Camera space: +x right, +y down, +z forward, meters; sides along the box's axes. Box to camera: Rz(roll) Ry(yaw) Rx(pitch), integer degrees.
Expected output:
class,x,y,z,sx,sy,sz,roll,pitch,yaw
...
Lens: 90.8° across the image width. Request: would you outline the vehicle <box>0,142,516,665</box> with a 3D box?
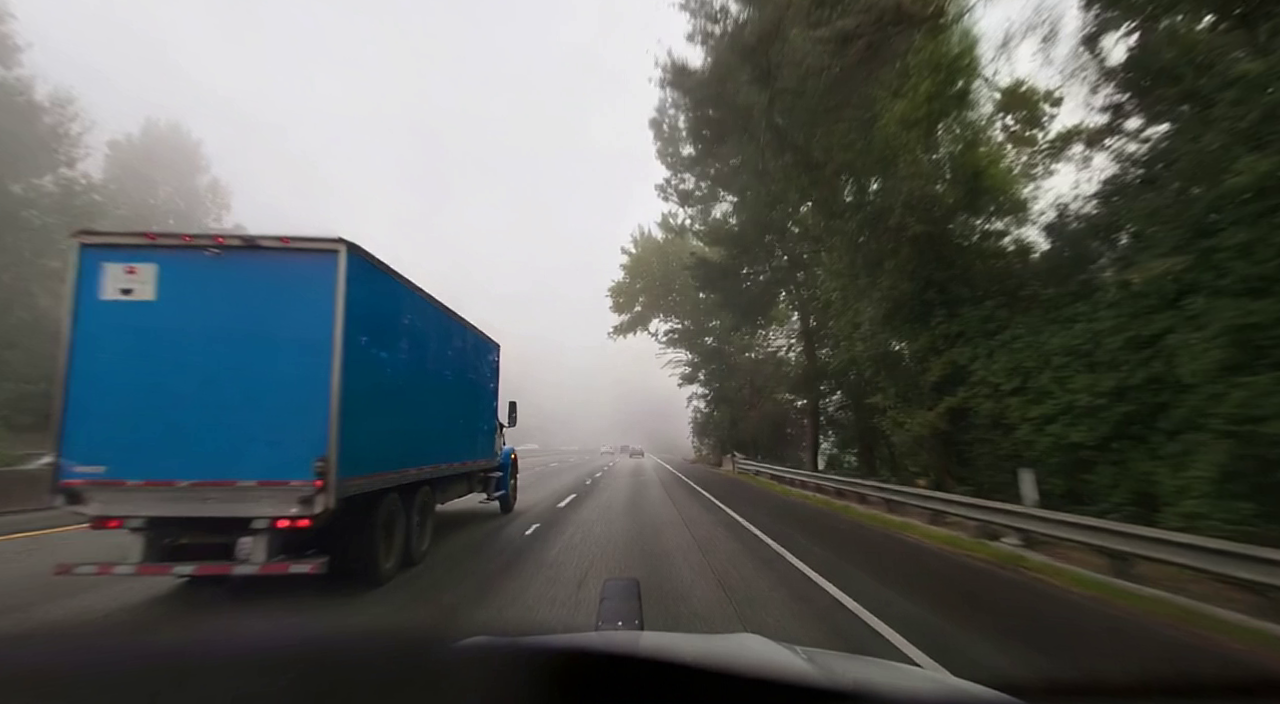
class,x,y,z,sx,sy,sz,roll,pitch,yaw
vehicle,-3.829,0.825,8.060,2.874,3.309,8.208,0,-8,-1
